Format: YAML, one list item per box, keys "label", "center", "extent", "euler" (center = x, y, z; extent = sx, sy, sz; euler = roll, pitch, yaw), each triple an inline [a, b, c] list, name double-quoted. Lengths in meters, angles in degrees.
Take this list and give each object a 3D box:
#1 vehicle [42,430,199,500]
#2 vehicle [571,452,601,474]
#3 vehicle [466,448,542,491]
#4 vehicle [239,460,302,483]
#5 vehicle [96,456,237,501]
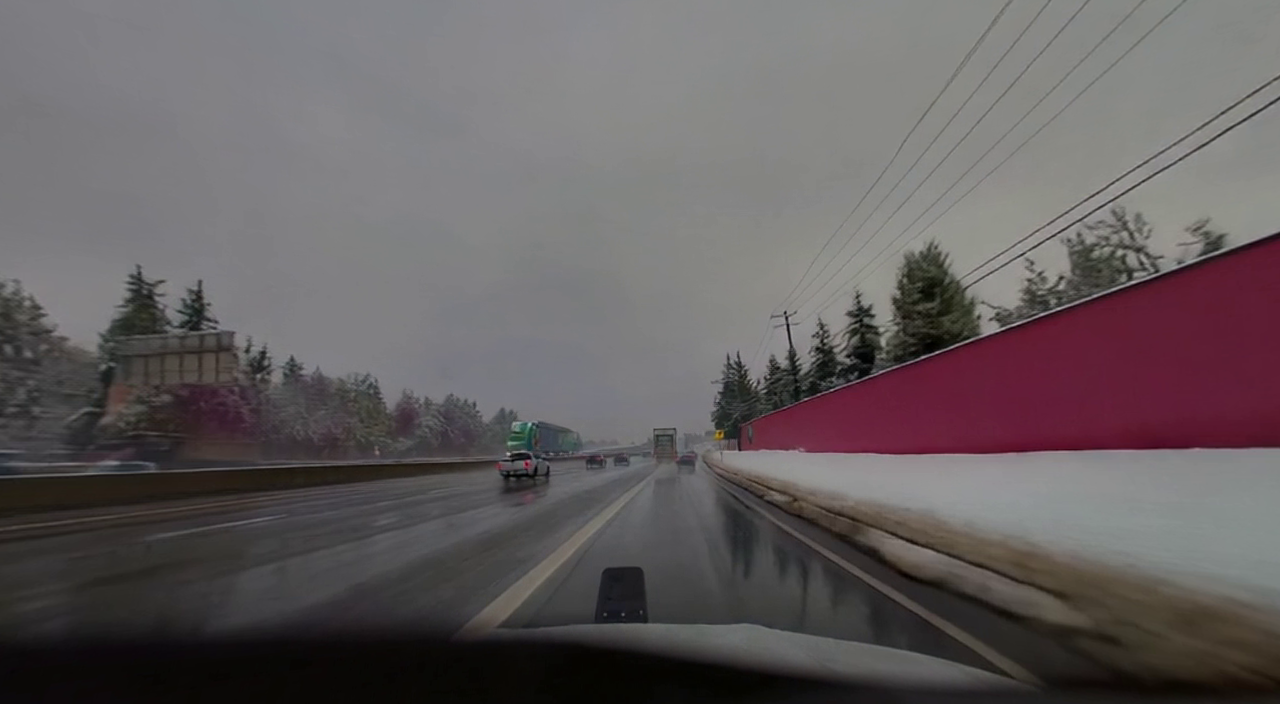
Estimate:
- label: "vehicle"
  center: [-25.388, 5.546, 31.219]
  extent: [2.499, 3.087, 5.698]
  euler: [-1, -9, 5]
- label: "vehicle"
  center: [-3.908, 8.048, 45.740]
  extent: [1.708, 1.489, 2.840]
  euler: [-1, -9, 5]
- label: "vehicle"
  center: [-5.336, 4.652, 25.208]
  extent: [1.966, 1.565, 3.766]
  euler: [-1, -9, 4]
- label: "vehicle"
  center: [-27.945, 9.023, 47.829]
  extent: [1.963, 1.593, 4.163]
  euler: [-1, -9, 5]
- label: "vehicle"
  center: [-21.599, 5.754, 29.135]
  extent: [2.076, 1.824, 5.373]
  euler: [-1, -9, 5]
